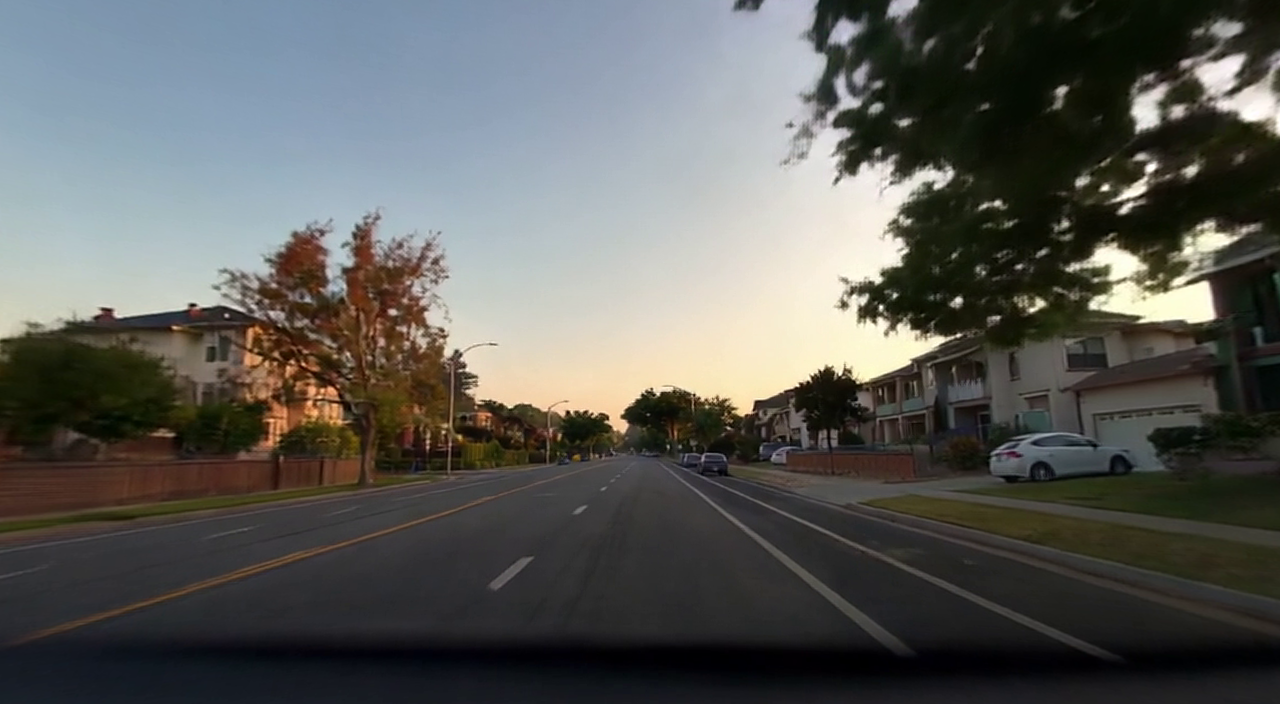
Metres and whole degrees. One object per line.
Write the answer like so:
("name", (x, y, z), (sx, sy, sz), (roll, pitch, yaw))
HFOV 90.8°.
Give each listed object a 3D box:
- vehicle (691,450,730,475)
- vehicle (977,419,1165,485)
("vehicle", (4.748, 7.531, 43.135), (1.971, 1.558, 4.895), (0, -10, -1))
("vehicle", (14.010, 3.237, 20.754), (4.682, 1.956, 2.001), (-1, -6, -2))
